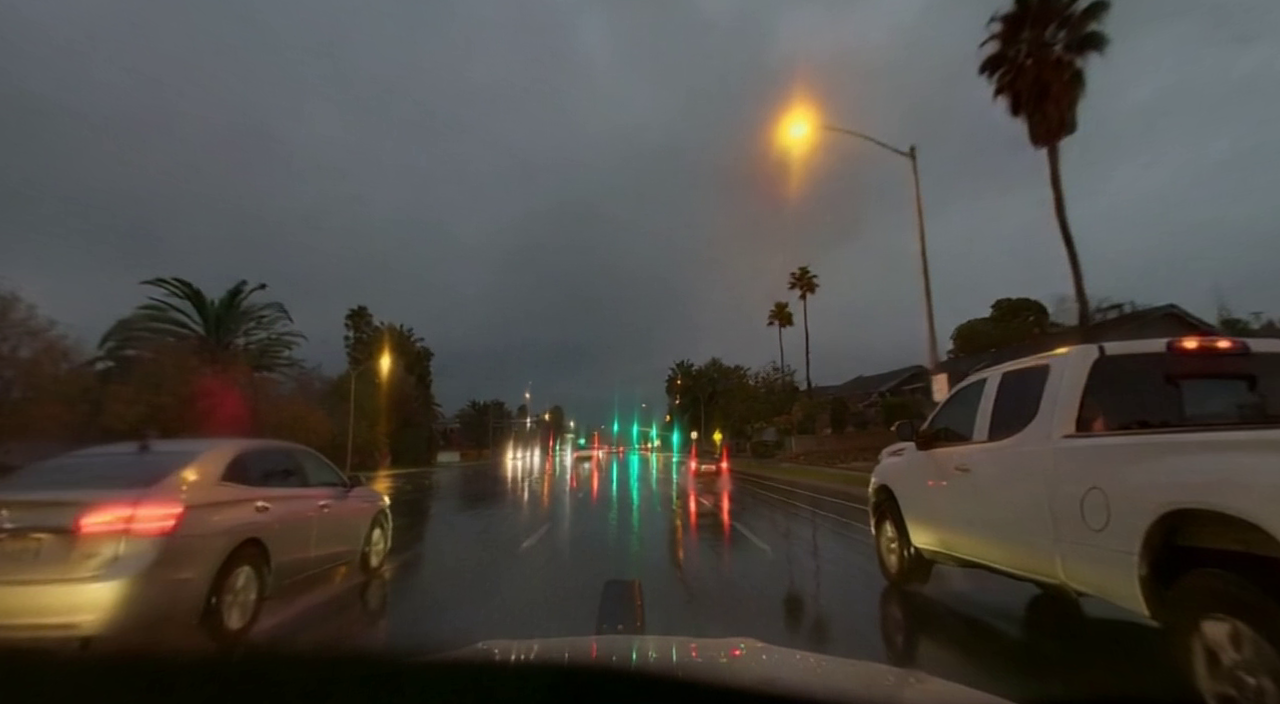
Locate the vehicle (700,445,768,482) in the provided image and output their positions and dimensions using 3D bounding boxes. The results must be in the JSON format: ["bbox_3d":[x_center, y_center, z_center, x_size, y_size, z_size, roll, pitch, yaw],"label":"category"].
[{"bbox_3d":[3.918,4.739,27.158,2.149,1.421,4.805,0,-8,0],"label":"vehicle"}]

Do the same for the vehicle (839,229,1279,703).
[{"bbox_3d":[3.381,0.875,3.854,2.478,2.030,5.723,0,-9,0],"label":"vehicle"}]

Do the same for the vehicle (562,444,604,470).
[{"bbox_3d":[-3.539,6.635,40.090,2.263,1.548,4.555,0,-8,-1],"label":"vehicle"}]

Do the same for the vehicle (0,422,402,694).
[{"bbox_3d":[-3.980,1.479,5.743,2.094,1.509,4.286,0,-9,-2],"label":"vehicle"}]
